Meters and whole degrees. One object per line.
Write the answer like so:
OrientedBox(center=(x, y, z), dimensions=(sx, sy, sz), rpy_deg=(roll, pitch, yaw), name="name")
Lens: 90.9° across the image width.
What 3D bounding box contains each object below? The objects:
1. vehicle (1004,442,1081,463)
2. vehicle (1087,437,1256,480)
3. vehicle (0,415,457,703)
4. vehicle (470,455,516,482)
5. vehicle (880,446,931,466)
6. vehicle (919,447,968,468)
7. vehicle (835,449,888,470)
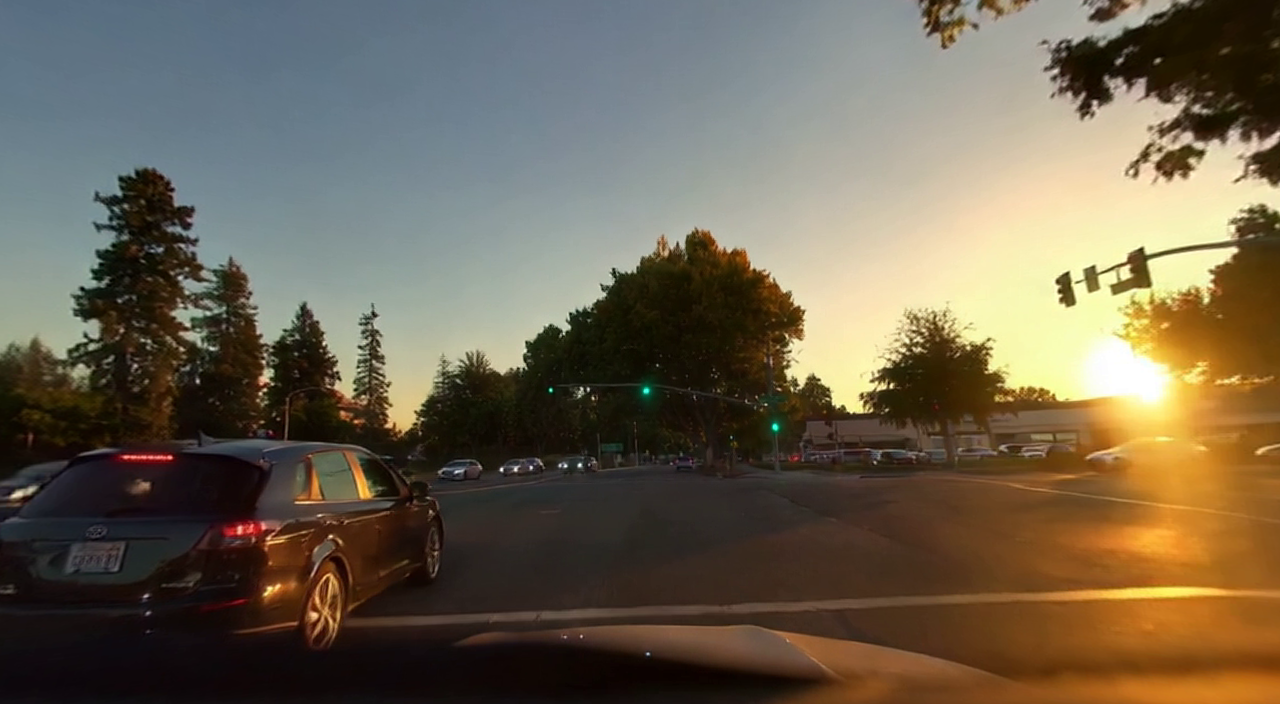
OrientedBox(center=(30.862, 7.689, 48.396), dimensions=(4.678, 1.558, 1.883), rpy_deg=(0, -9, -4), name="vehicle")
OrientedBox(center=(19.617, 3.920, 23.394), dimensions=(4.552, 1.492, 2.002), rpy_deg=(1, -9, -5), name="vehicle")
OrientedBox(center=(-2.856, 1.242, 3.867), dimensions=(1.924, 1.482, 4.734), rpy_deg=(0, -9, 1), name="vehicle")
OrientedBox(center=(-10.192, 8.088, 44.042), dimensions=(1.905, 1.724, 4.449), rpy_deg=(-1, -9, 4), name="vehicle")
OrientedBox(center=(19.900, 7.766, 47.113), dimensions=(1.945, 1.434, 4.293), rpy_deg=(-9, -12, 44), name="vehicle")
OrientedBox(center=(21.936, 7.607, 45.459), dimensions=(1.930, 1.410, 4.313), rpy_deg=(-8, -12, 42), name="vehicle")
OrientedBox(center=(17.499, 8.399, 49.577), dimensions=(2.060, 1.445, 4.712), rpy_deg=(-9, -11, 43), name="vehicle")
